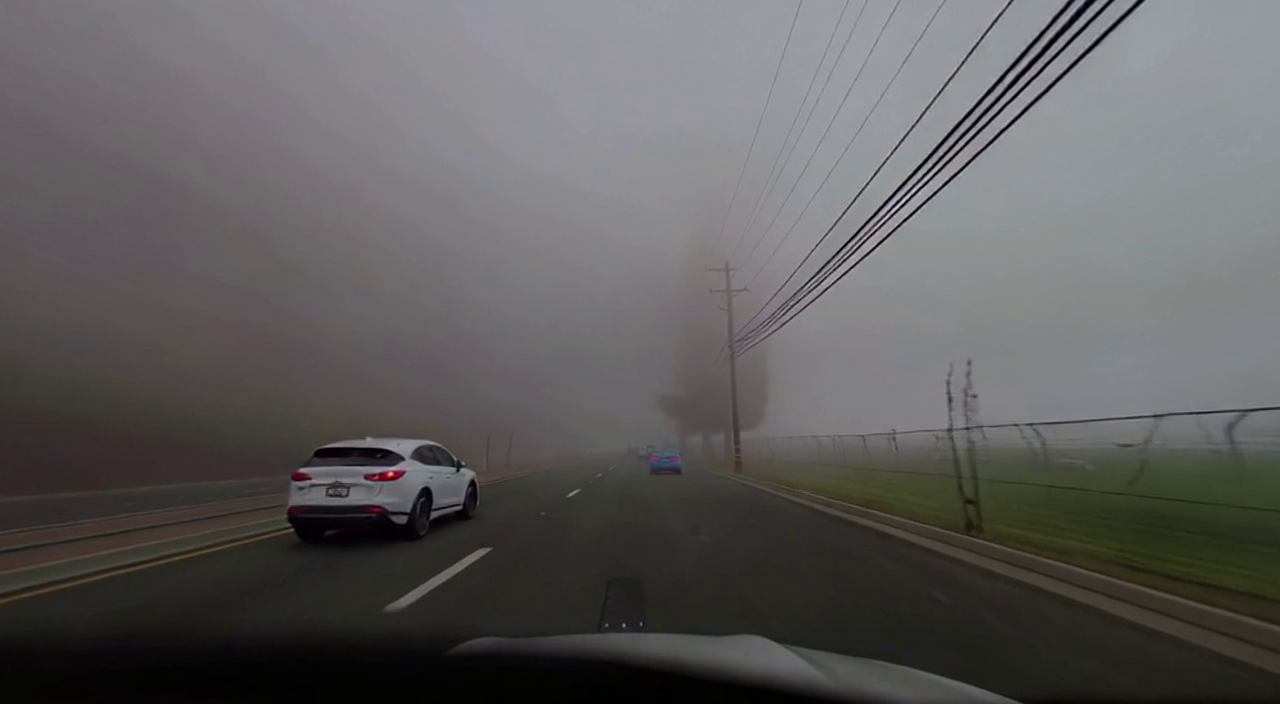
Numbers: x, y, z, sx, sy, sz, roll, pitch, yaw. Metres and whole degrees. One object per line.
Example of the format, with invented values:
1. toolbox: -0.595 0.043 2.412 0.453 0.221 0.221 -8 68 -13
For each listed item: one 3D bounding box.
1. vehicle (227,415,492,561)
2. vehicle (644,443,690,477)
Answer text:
1. vehicle: -3.836 1.933 9.654 1.950 1.692 4.397 0 -8 1
2. vehicle: 1.247 5.147 30.230 2.059 1.486 3.980 0 -8 1
